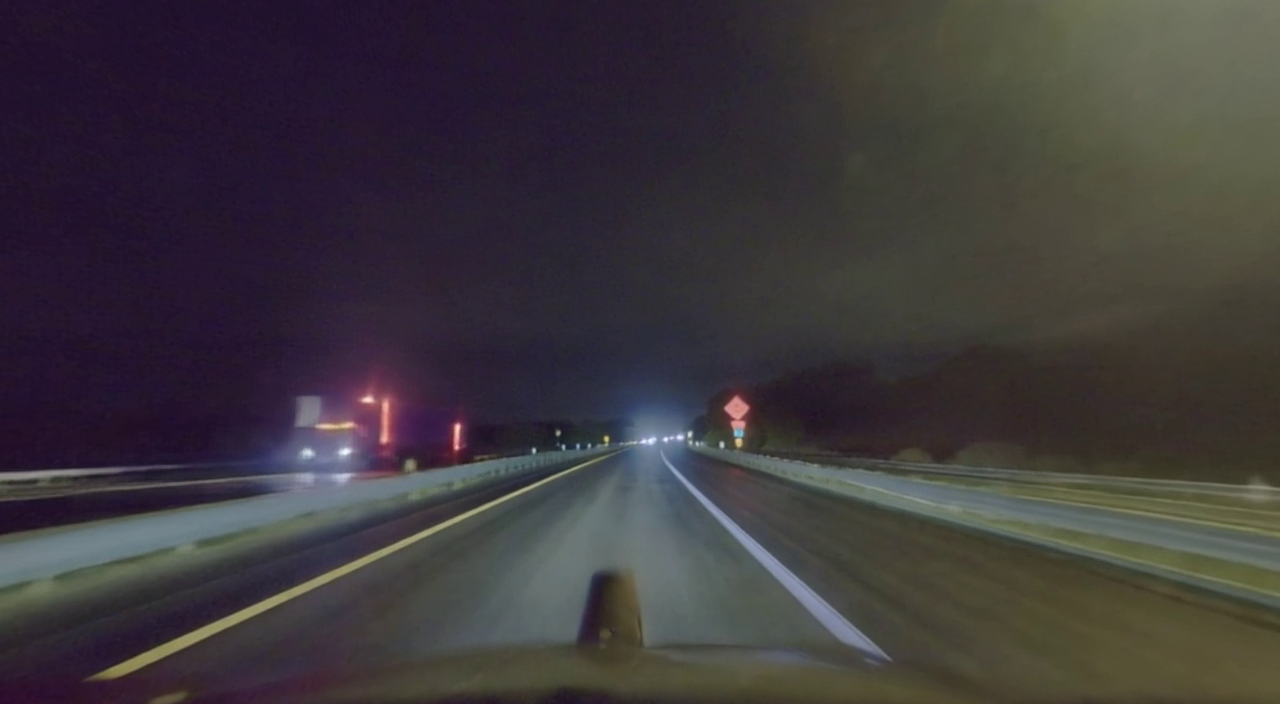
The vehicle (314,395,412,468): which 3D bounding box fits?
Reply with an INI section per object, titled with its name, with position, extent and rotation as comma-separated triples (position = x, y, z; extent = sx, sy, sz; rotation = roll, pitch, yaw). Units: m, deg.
[vehicle]
position = -17.414, 5.088, 40.070
extent = 3.017, 4.196, 6.536
rotation = 0, -8, 1
